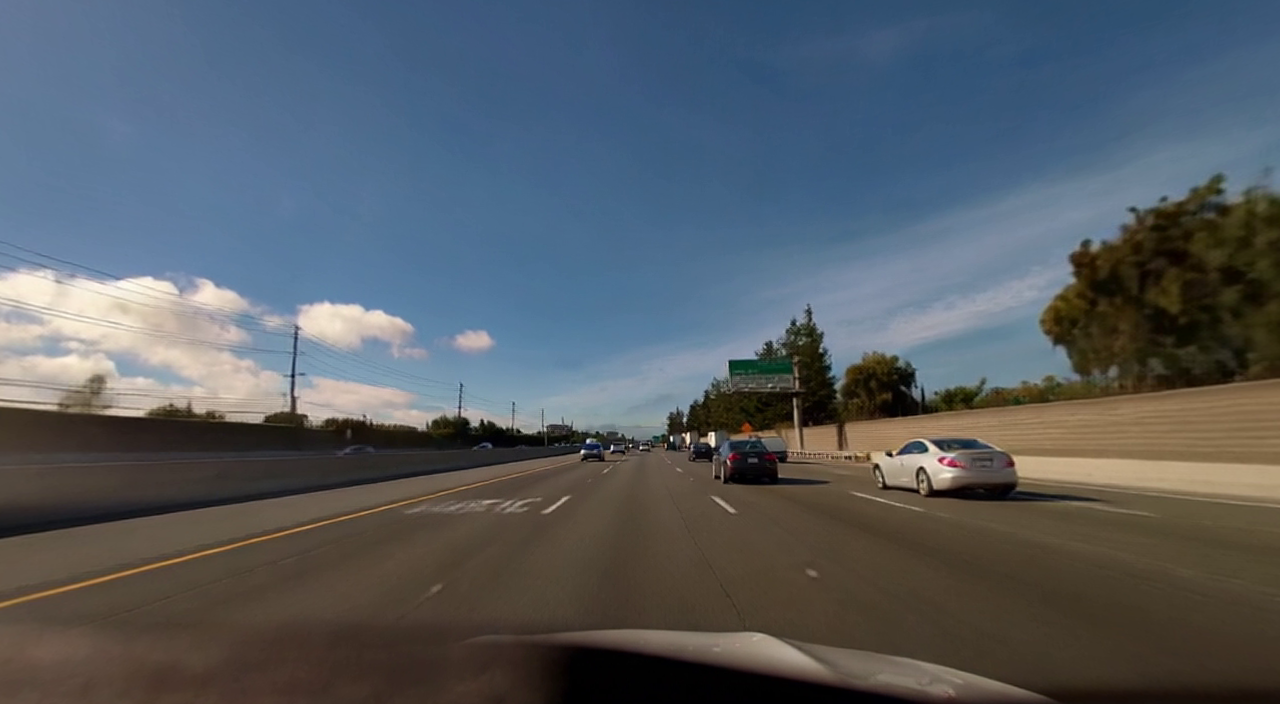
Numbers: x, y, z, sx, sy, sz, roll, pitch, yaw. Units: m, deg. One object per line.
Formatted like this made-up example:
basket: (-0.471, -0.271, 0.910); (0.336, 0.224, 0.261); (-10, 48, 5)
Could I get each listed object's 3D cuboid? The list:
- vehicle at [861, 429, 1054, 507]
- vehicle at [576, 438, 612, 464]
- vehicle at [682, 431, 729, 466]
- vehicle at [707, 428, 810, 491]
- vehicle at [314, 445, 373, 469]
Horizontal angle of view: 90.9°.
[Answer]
vehicle: (7.093, 2.631, 14.845); (1.988, 1.518, 4.856); (0, -8, 0)
vehicle: (-3.210, 7.020, 44.919); (2.106, 1.682, 4.395); (-1, -8, 2)
vehicle: (4.028, 6.046, 39.845); (2.442, 2.022, 5.466); (0, -8, 0)
vehicle: (3.338, 3.148, 18.817); (2.146, 1.639, 4.475); (0, -8, -1)
vehicle: (-18.694, 6.602, 39.943); (1.824, 1.410, 3.744); (-1, -8, 1)
